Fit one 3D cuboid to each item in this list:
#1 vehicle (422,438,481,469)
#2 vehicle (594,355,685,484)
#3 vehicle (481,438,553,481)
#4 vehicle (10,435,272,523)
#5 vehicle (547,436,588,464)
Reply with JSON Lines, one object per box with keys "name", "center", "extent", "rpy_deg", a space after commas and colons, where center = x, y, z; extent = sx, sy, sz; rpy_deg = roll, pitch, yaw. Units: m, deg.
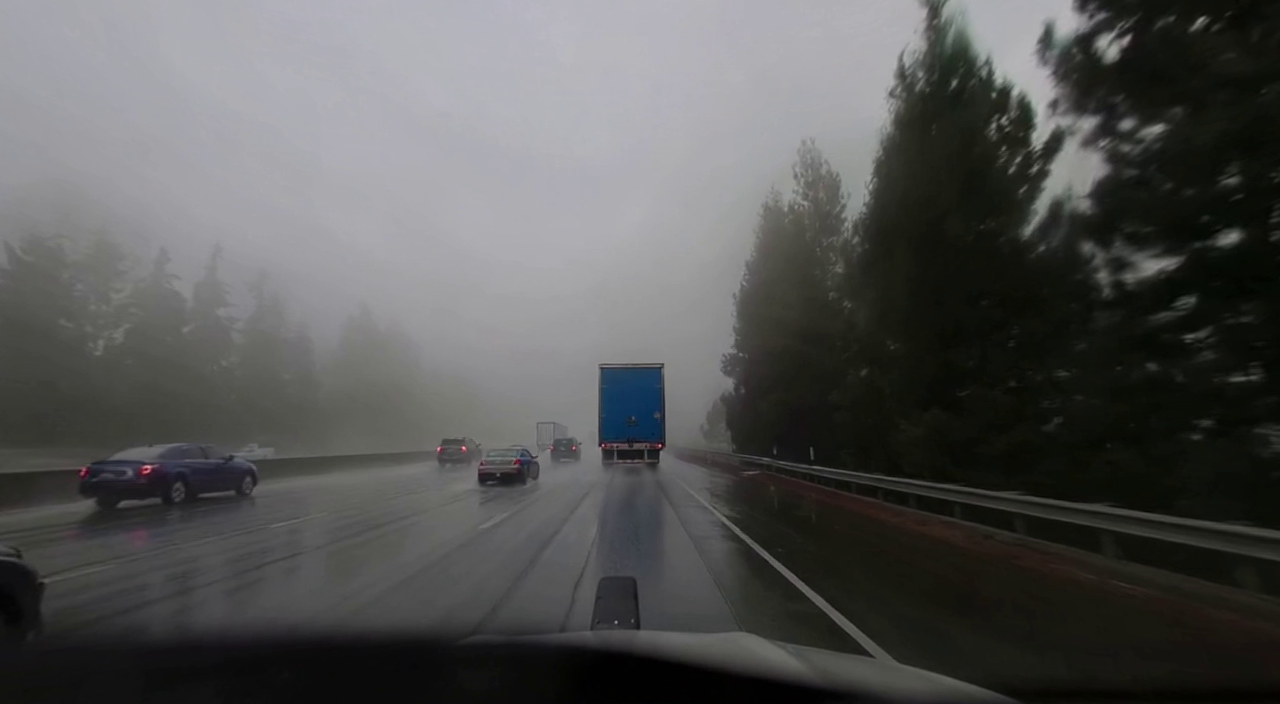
{"name": "vehicle", "center": [-10.310, 5.584, 34.778], "extent": [1.952, 1.590, 4.090], "rpy_deg": [0, -8, 0]}
{"name": "vehicle", "center": [-0.242, 2.899, 25.590], "extent": [2.913, 4.113, 10.724], "rpy_deg": [0, -8, -2]}
{"name": "vehicle", "center": [-4.864, 4.281, 25.458], "extent": [2.164, 1.582, 3.979], "rpy_deg": [0, -8, -1]}
{"name": "vehicle", "center": [-10.062, 2.547, 13.322], "extent": [1.899, 1.517, 4.554], "rpy_deg": [0, -8, -2]}
{"name": "vehicle", "center": [-4.600, 6.320, 40.662], "extent": [2.158, 1.680, 4.087], "rpy_deg": [0, -8, 0]}
